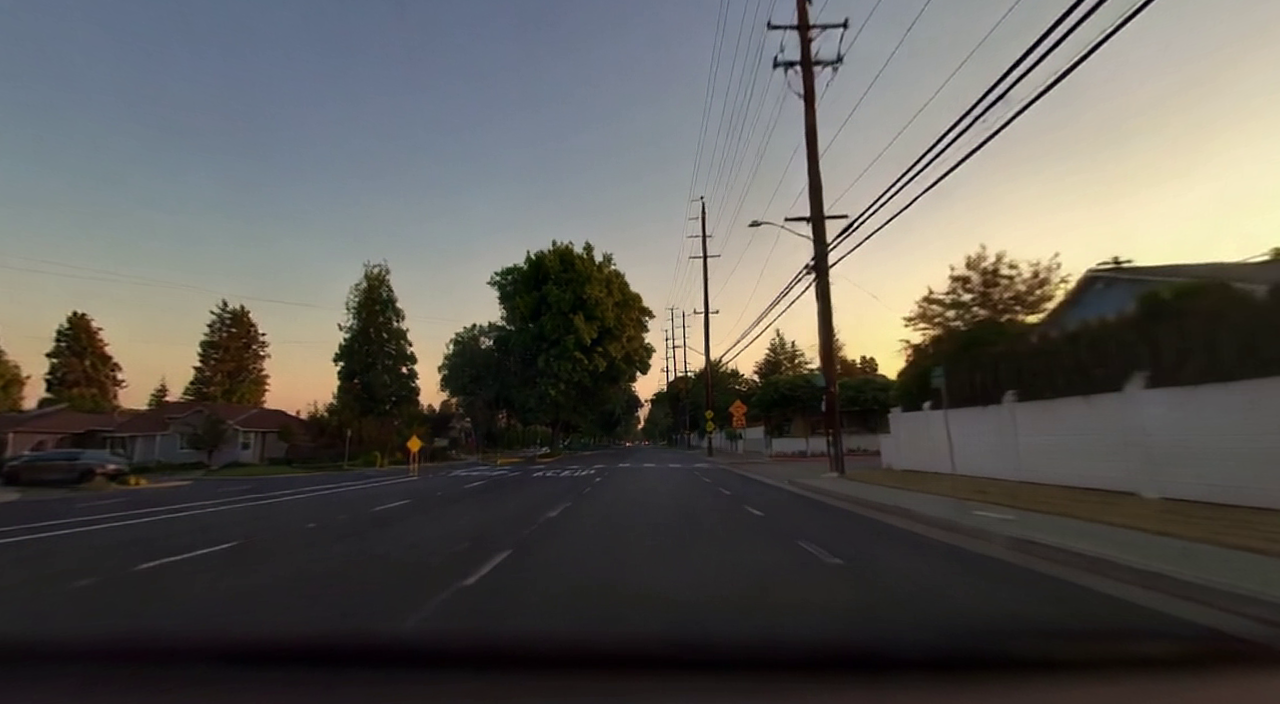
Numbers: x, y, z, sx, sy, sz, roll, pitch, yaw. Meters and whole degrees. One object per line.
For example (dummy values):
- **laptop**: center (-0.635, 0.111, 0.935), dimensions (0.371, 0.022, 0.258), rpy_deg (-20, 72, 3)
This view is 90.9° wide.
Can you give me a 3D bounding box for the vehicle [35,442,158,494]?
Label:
- **vehicle**: center (-23.143, 4.835, 26.822), dimensions (5.246, 1.961, 2.280), rpy_deg (-5, -9, 31)
